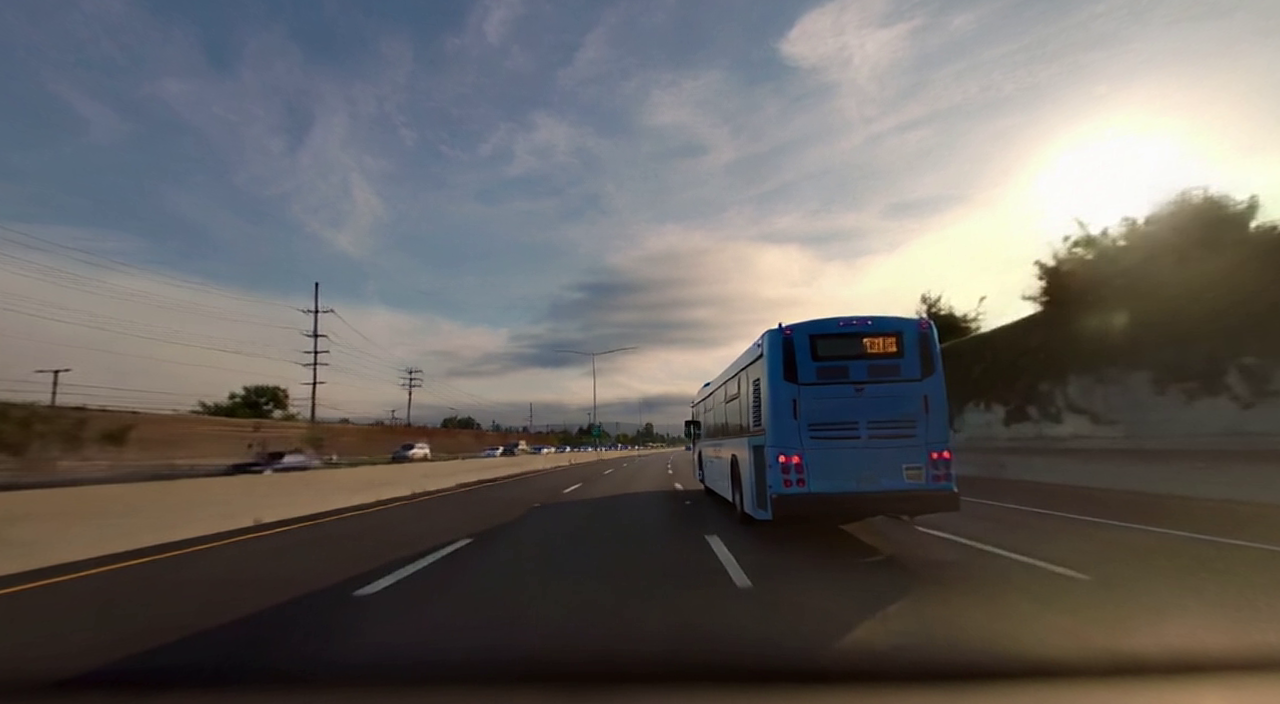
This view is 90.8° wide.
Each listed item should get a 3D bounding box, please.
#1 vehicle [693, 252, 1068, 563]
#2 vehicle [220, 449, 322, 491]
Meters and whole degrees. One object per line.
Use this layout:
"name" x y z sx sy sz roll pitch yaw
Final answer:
"vehicle" 3.310 1.662 14.539 3.144 3.580 14.591 0 -8 1
"vehicle" -14.775 4.710 25.574 1.733 1.512 3.902 0 -8 0
